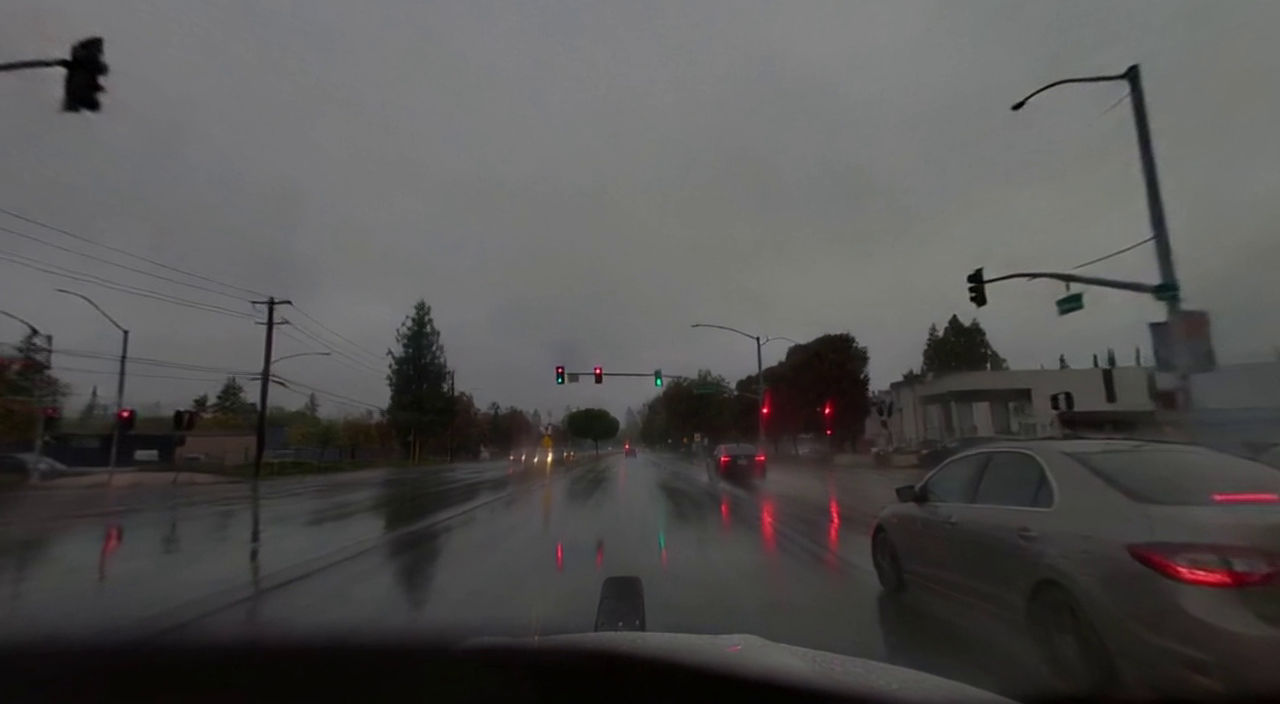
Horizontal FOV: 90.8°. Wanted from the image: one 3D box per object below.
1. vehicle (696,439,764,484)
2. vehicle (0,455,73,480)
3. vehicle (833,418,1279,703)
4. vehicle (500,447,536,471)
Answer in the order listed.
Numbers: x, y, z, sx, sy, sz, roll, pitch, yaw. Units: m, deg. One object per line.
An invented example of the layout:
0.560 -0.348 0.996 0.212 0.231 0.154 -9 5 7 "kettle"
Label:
3.630 4.520 26.306 2.128 1.699 4.222 0 -9 -1 "vehicle"
-40.379 7.593 41.849 1.786 1.479 4.347 1 -9 -5 "vehicle"
3.227 1.350 4.930 2.004 1.455 4.417 0 -9 0 "vehicle"
-8.979 7.889 46.790 1.816 1.478 4.404 -2 -7 -1 "vehicle"
